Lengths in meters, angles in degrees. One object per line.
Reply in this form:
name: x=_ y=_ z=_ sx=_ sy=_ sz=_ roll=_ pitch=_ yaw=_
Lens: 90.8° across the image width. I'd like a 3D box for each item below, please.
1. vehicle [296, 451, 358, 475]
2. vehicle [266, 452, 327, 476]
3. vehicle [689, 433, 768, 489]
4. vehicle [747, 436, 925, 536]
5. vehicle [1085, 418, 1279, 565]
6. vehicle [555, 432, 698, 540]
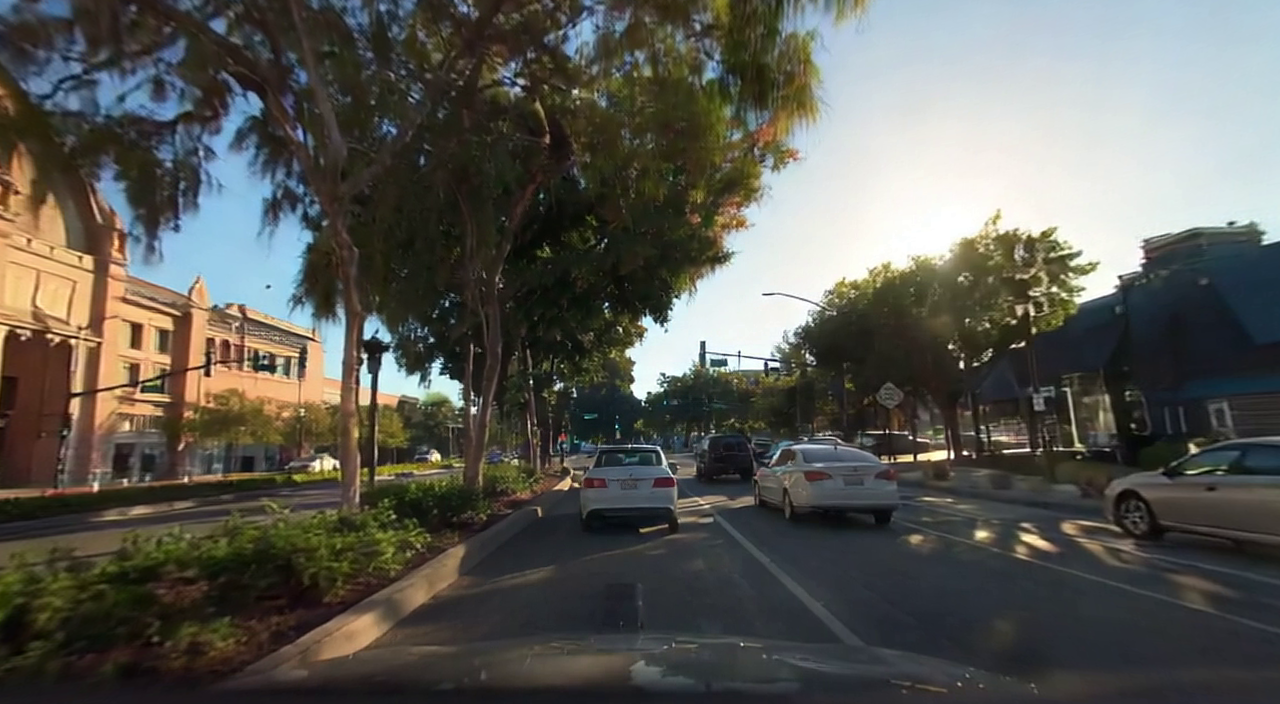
vehicle: x=-20.958 y=7.439 z=42.550 sx=1.871 sy=1.467 sz=4.424 roll=0 pitch=-9 yaw=0
vehicle: x=-24.187 y=7.867 z=44.656 sx=1.857 sy=1.532 sz=4.386 roll=0 pitch=-9 yaw=0
vehicle: x=3.251 y=4.229 z=25.096 sx=2.127 sy=1.854 sz=7.971 roll=0 pitch=-8 yaw=1
vehicle: x=3.306 y=2.332 z=11.629 sx=1.833 sy=1.465 sz=4.258 roll=0 pitch=-9 yaw=-1
vehicle: x=7.905 y=1.642 z=7.734 sx=1.875 sy=1.588 sz=4.072 roll=0 pitch=-8 yaw=-1
vehicle: x=-0.201 y=2.207 z=10.998 sx=2.050 sy=1.521 sz=3.747 roll=0 pitch=-9 yaw=0
